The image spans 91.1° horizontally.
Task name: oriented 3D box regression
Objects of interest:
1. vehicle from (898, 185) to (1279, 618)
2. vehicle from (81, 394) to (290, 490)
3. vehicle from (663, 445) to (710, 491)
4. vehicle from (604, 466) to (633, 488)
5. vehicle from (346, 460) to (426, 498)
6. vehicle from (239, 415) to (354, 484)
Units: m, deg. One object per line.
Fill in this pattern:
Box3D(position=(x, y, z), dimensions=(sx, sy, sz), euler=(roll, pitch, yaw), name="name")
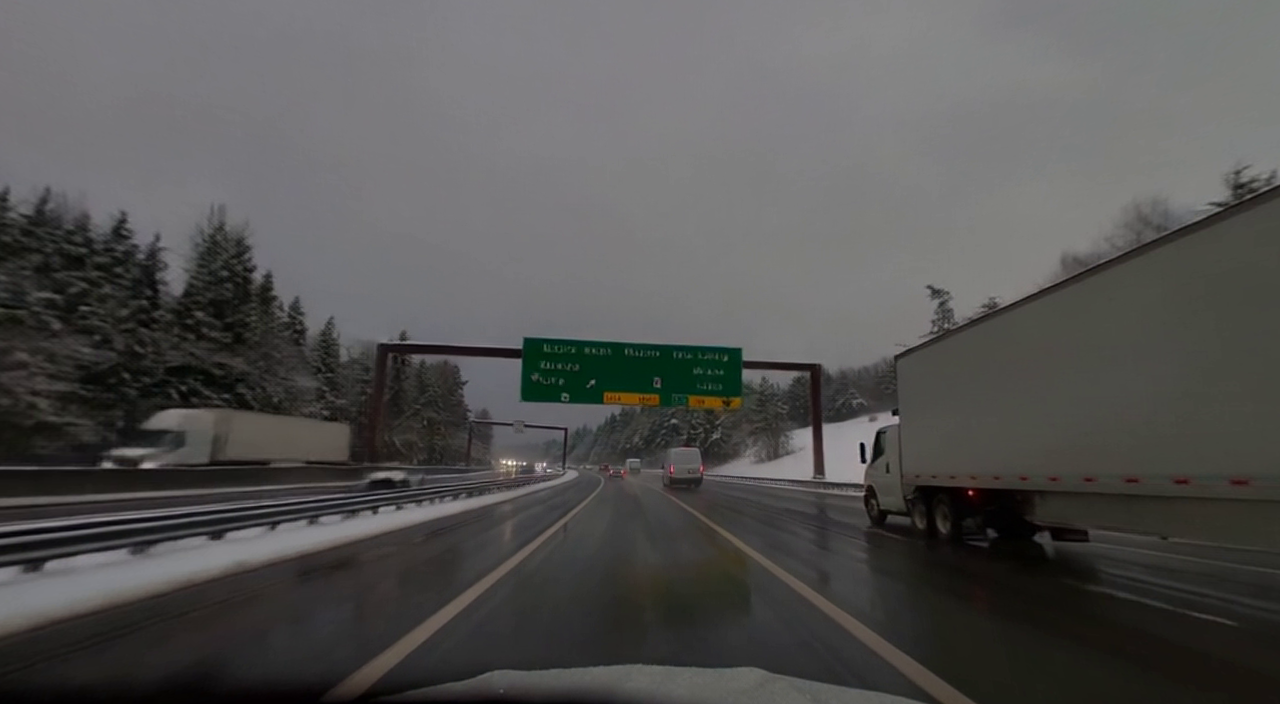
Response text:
Box3D(position=(7.555, 0.700, 7.213), dimensions=(2.866, 4.102, 14.351), euler=(1, -10, -1), name="vehicle")
Box3D(position=(-21.967, 4.712, 31.560), dimensions=(2.916, 4.000, 10.037), euler=(1, -10, -1), name="vehicle")
Box3D(position=(2.786, 7.240, 39.226), dimensions=(2.291, 2.639, 5.280), euler=(1, -10, -3), name="vehicle")
Box3D(position=(-1.645, 9.536, 48.080), dimensions=(2.106, 1.524, 4.381), euler=(1, -10, -2), name="vehicle")
Box3D(position=(-10.634, 5.331, 26.617), dimensions=(1.805, 1.450, 3.722), euler=(1, -10, 0), name="vehicle")
Box3D(position=(-22.163, 6.511, 41.246), dimensions=(2.865, 4.027, 8.179), euler=(1, -10, -1), name="vehicle")
